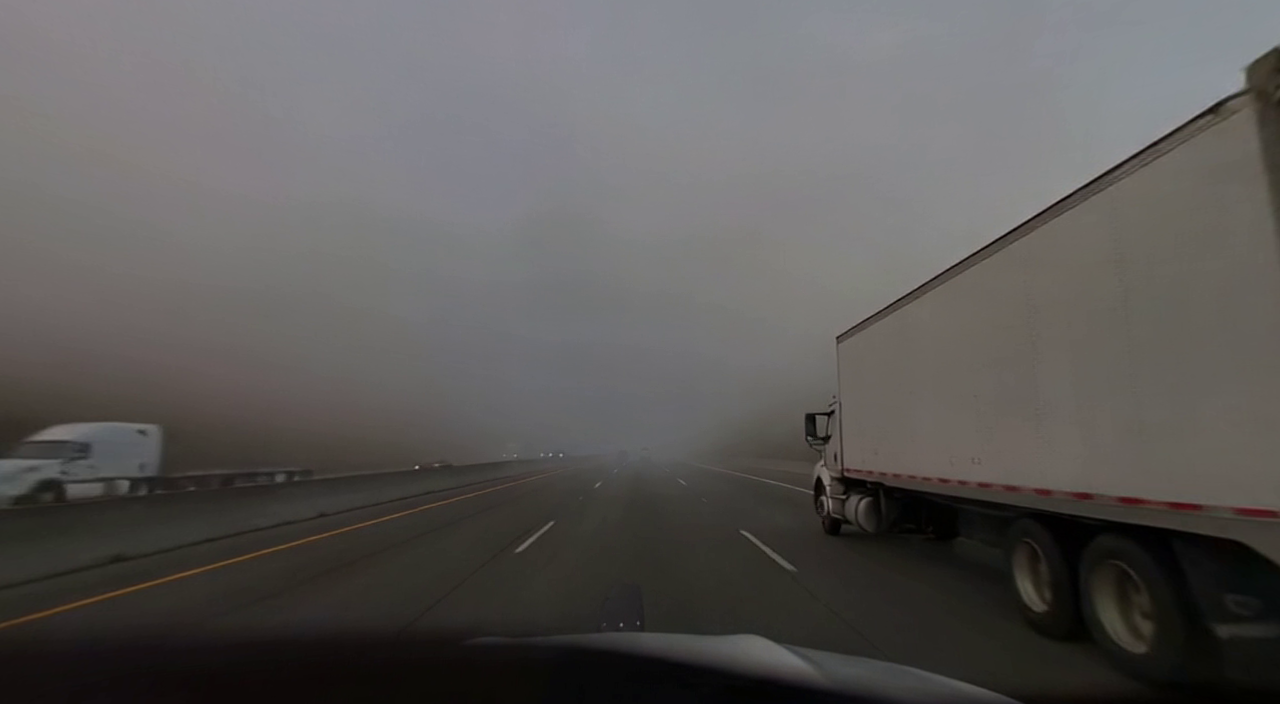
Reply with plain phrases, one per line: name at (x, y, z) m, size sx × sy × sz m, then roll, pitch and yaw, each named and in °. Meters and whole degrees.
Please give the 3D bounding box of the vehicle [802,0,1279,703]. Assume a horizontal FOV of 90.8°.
vehicle at (4.091, 0.571, 5.939) m, size 2.771 × 3.313 × 8.121 m, roll 0°, pitch -9°, yaw -1°

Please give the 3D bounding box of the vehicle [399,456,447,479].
vehicle at (-14.691, 7.808, 42.943) m, size 1.904 × 1.469 × 3.904 m, roll 0°, pitch -9°, yaw 0°

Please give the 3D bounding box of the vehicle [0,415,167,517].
vehicle at (-19.617, 3.695, 20.783) m, size 2.658 × 2.883 × 6.850 m, roll 0°, pitch -9°, yaw 0°
